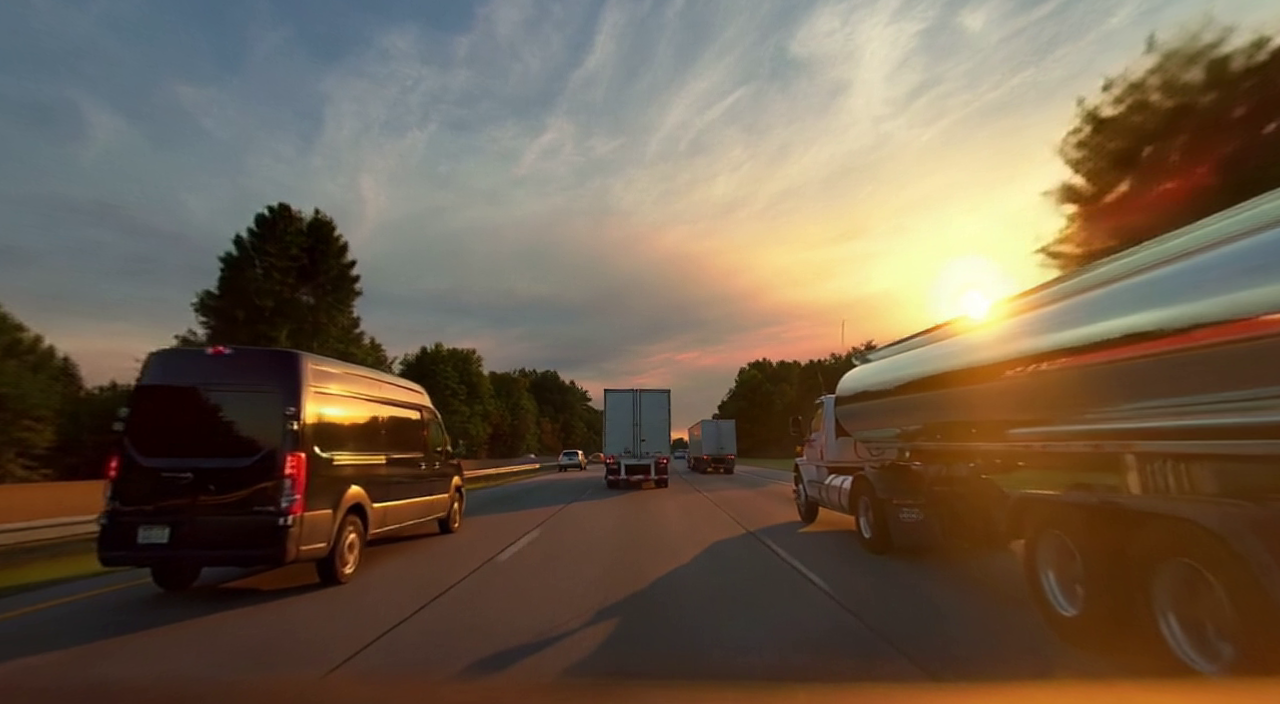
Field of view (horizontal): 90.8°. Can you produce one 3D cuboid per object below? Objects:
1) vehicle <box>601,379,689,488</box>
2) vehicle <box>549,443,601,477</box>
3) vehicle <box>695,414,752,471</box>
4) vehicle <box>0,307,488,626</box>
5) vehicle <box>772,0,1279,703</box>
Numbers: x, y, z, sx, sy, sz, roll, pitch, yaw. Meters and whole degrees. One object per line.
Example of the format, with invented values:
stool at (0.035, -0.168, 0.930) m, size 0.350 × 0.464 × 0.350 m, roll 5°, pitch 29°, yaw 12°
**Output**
vehicle at (0.098, 3.296, 24.661) m, size 2.773 × 3.455 × 9.118 m, roll 0°, pitch -9°, yaw -1°
vehicle at (-3.390, 5.766, 33.923) m, size 2.134 × 1.652 × 4.439 m, roll 0°, pitch -9°, yaw 2°
vehicle at (5.688, 6.493, 44.967) m, size 2.706 × 3.500 × 11.483 m, roll 0°, pitch -9°, yaw 1°
vehicle at (-4.110, 1.365, 8.288) m, size 2.525 × 2.572 × 6.260 m, roll 0°, pitch -9°, yaw 1°
vehicle at (4.393, 0.326, 7.329) m, size 3.139 × 4.152 × 11.915 m, roll 0°, pitch -9°, yaw 0°
